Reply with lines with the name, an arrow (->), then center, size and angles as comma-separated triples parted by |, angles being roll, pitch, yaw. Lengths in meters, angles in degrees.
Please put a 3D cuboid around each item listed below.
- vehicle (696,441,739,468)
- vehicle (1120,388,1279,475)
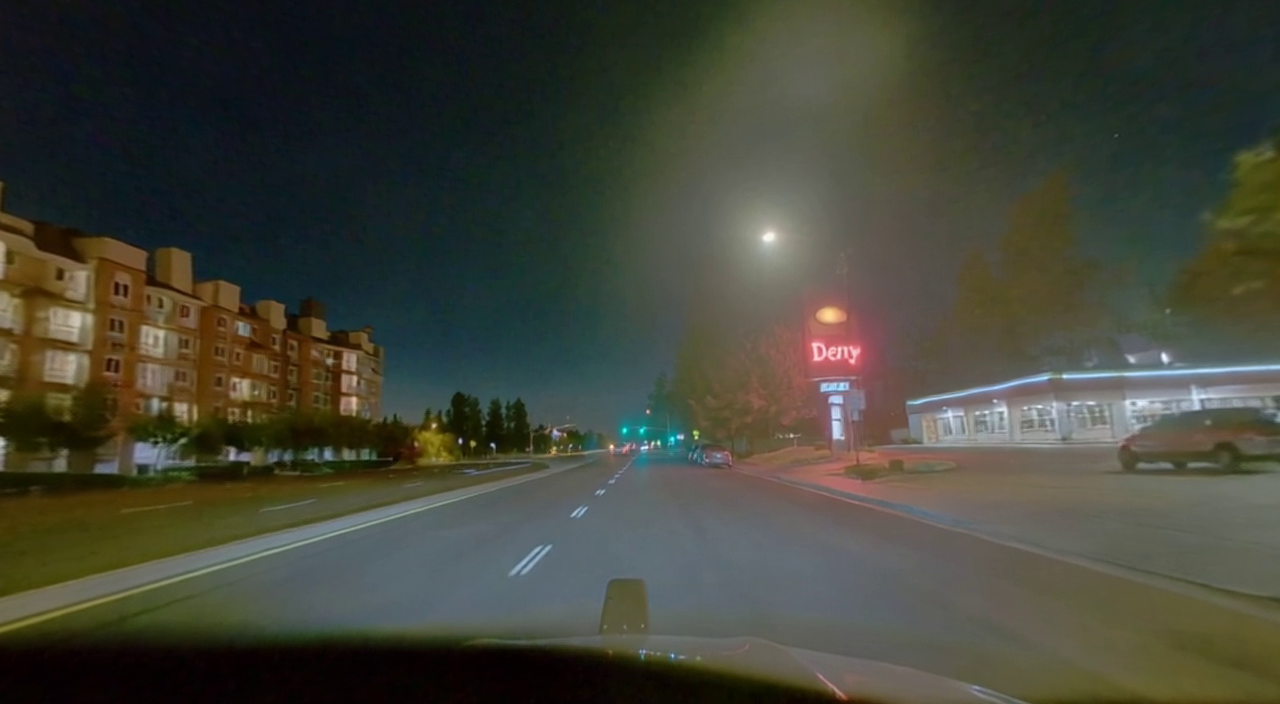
vehicle -> 4.740, 6.362, 39.313 | 2.085, 1.509, 5.134 | 0, -8, 1
vehicle -> 14.850, 2.011, 15.606 | 2.202, 1.822, 4.978 | -1, -8, 4
